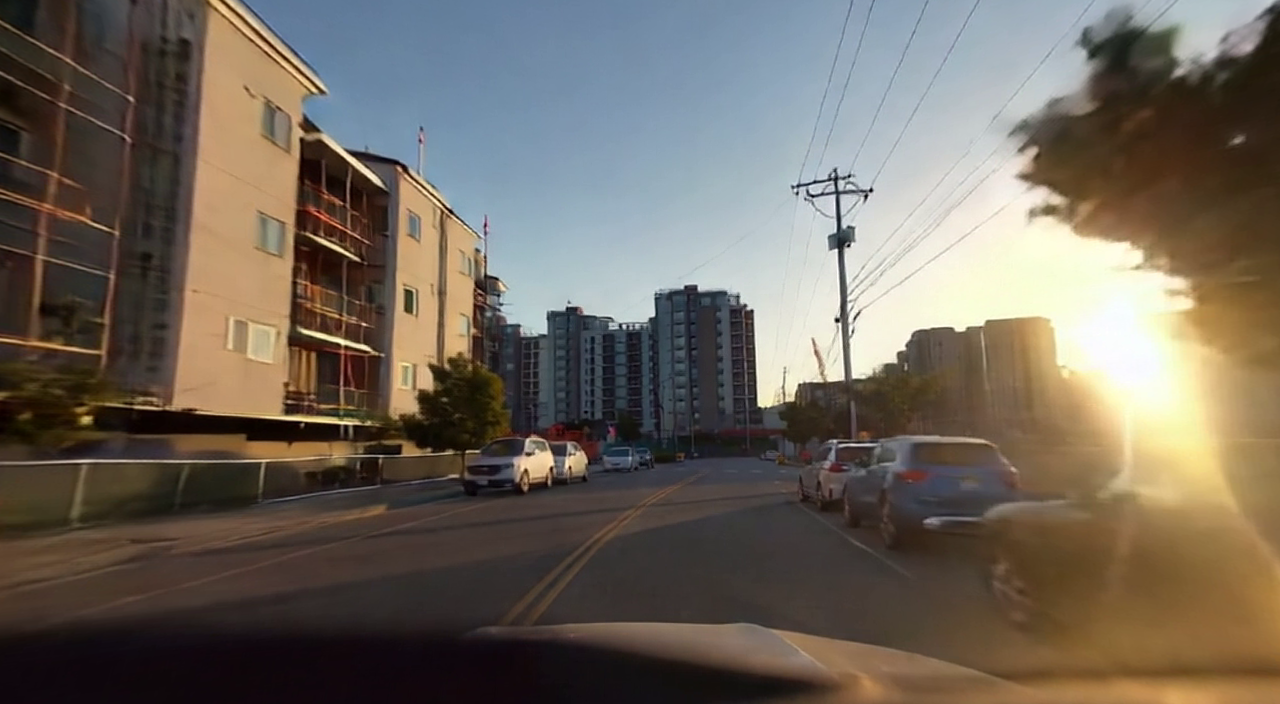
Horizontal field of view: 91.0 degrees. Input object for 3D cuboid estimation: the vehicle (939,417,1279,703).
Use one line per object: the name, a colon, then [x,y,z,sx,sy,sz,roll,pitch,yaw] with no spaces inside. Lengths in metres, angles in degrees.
vehicle: [3.930,1.217,3.554,2.170,1.602,5.190,-1,-9,3]

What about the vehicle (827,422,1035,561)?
vehicle: [4.685,2.269,11.077,1.918,1.848,4.946,-1,-9,8]

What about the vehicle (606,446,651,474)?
vehicle: [-0.678,6.804,40.010,1.998,1.633,4.673,-2,-9,10]

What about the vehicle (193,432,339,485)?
vehicle: [-12.926,3.703,22.147,1.948,1.660,4.316,-2,-9,11]

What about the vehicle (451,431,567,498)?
vehicle: [-4.029,3.581,20.339,1.953,1.871,4.712,-2,-9,11]
